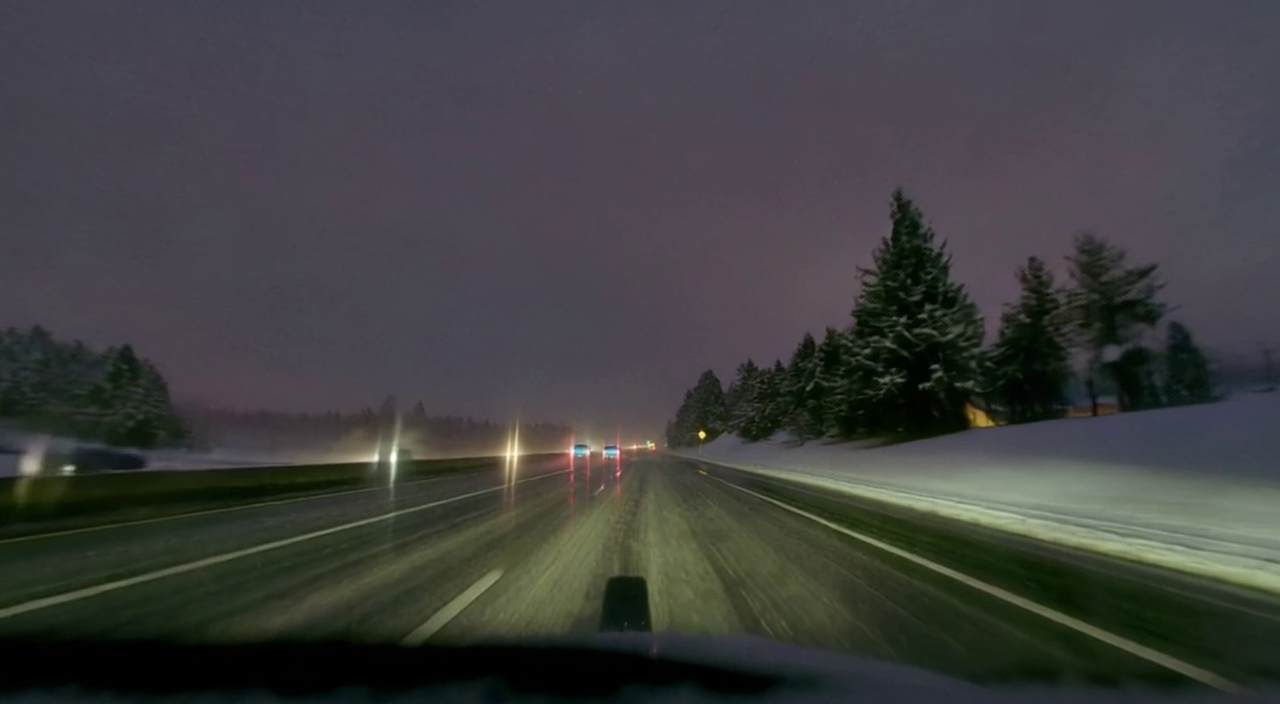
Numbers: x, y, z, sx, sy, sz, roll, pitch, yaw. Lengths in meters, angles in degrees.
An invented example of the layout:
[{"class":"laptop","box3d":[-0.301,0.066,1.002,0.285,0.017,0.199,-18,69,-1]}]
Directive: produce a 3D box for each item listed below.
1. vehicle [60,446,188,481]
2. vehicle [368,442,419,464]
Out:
[{"class":"vehicle","box3d":[-22.950,4.937,28.312,1.811,1.423,4.503,0,-8,2]},{"class":"vehicle","box3d":[-19.093,7.829,49.045,1.918,1.593,4.638,-1,-8,3]}]
